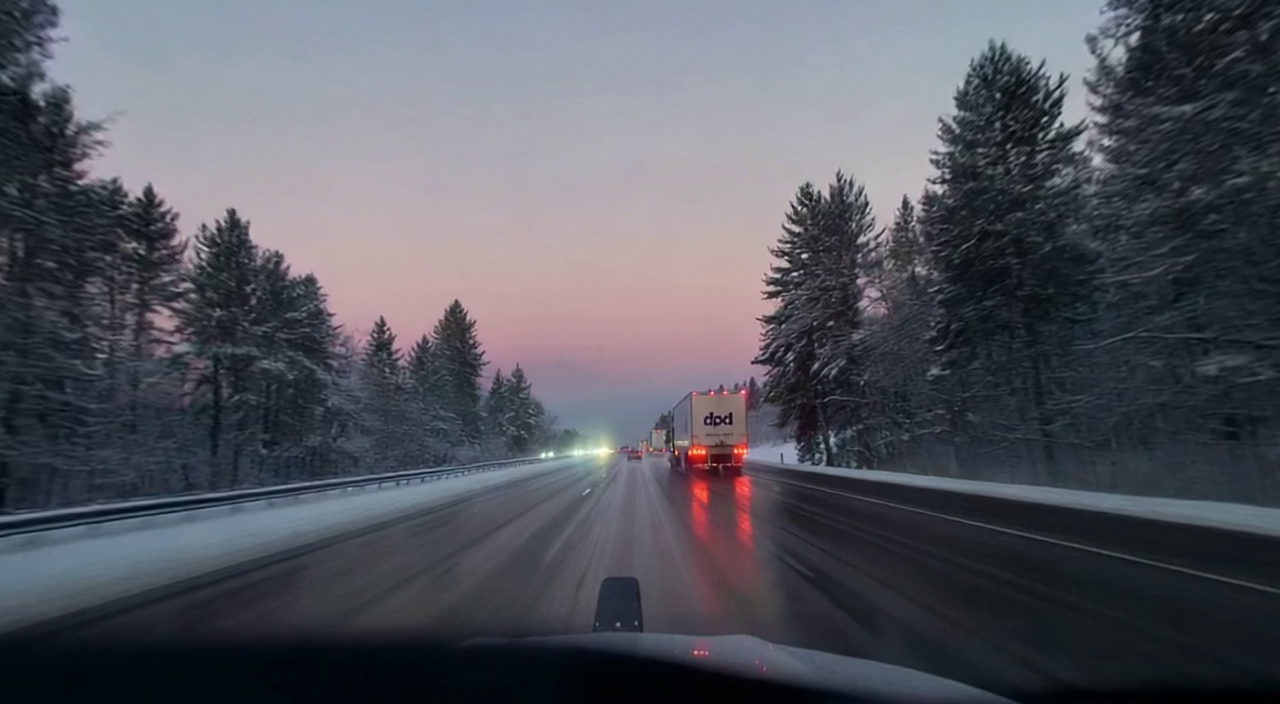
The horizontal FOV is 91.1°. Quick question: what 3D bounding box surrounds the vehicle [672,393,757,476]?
[{"bbox_3d":[3.947,5.076,37.467,2.973,4.007,14.076,0,-9,-1],"label":"vehicle"}]
